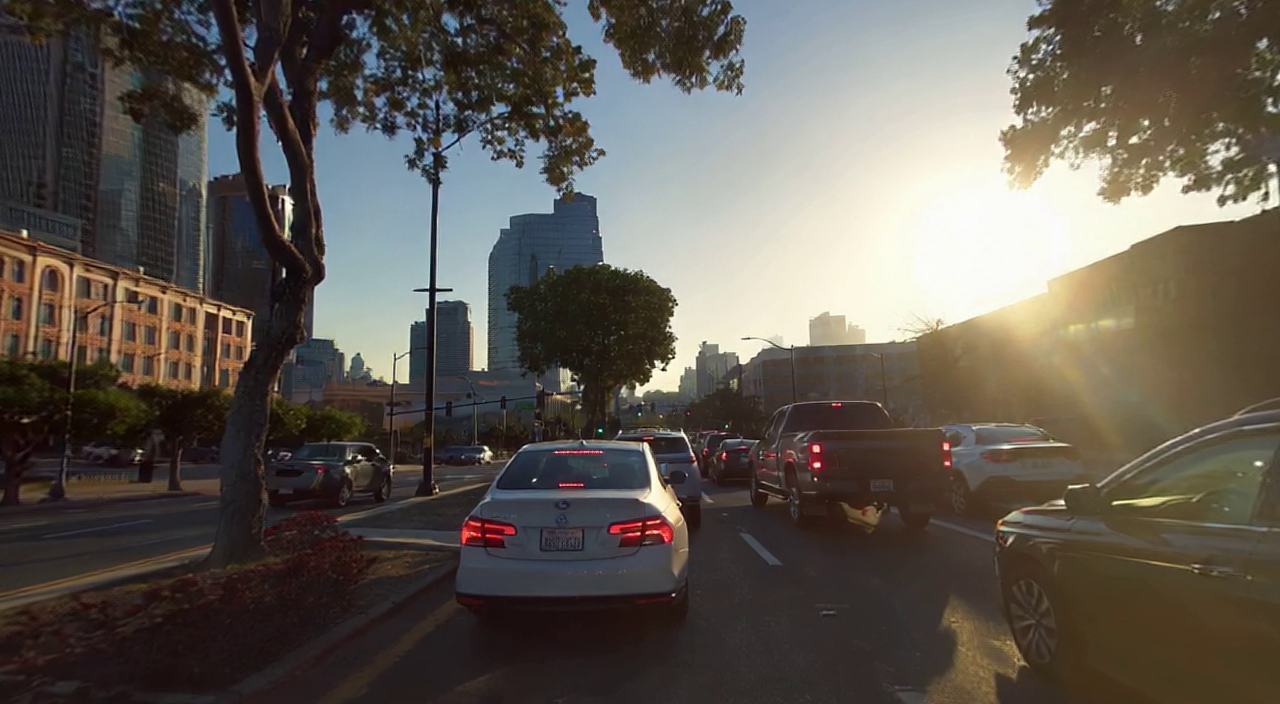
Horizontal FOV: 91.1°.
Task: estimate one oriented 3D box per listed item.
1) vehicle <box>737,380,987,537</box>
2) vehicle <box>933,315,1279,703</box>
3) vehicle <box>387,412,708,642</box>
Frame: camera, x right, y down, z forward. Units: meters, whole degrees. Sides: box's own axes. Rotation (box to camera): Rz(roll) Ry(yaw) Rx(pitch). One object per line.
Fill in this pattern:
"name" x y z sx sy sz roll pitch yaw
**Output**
"vehicle" 3.542 1.919 11.753 2.497 2.186 5.890 0 -9 0
"vehicle" 3.161 0.763 2.204 2.024 1.723 4.714 0 -9 1
"vehicle" -0.571 1.501 6.440 2.172 1.536 4.250 0 -9 2
